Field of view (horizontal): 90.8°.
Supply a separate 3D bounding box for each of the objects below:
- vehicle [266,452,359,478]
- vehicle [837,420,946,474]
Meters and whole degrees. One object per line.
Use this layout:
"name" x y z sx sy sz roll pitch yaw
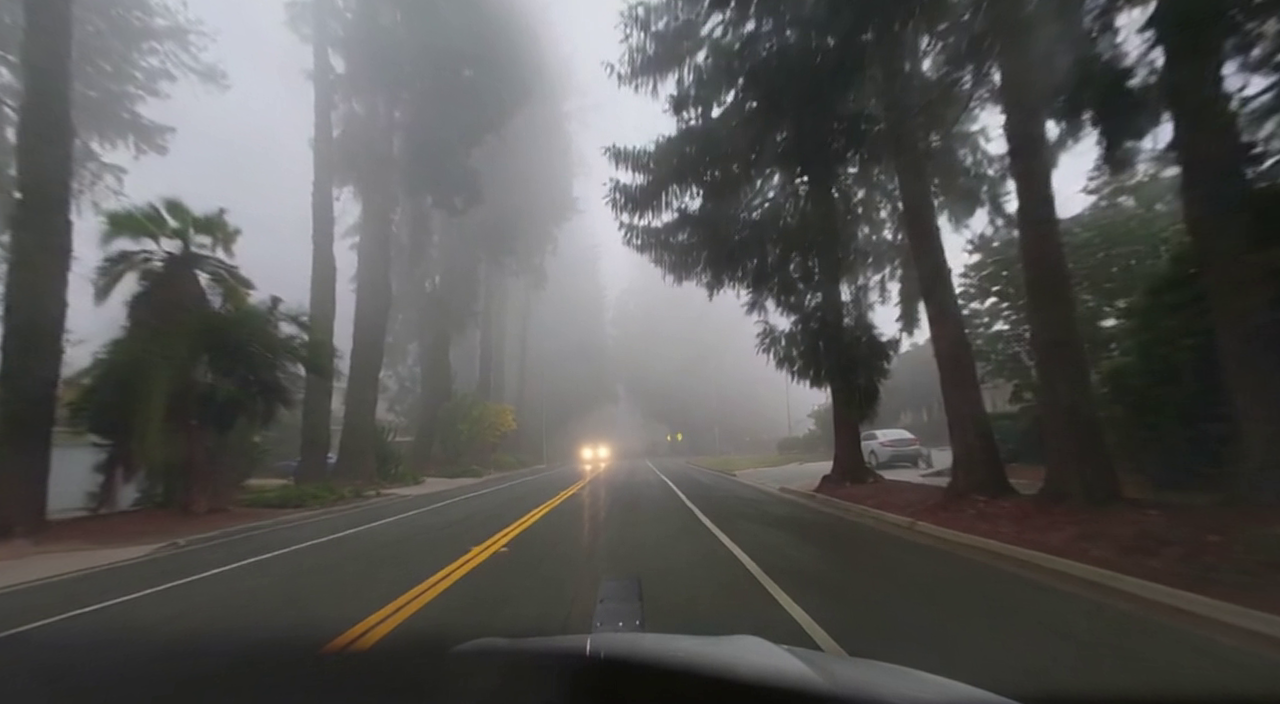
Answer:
"vehicle" -19.560 6.768 37.912 4.459 1.432 1.979 0 -9 -1
"vehicle" 10.690 4.124 27.474 2.305 2.042 5.711 0 -9 0
